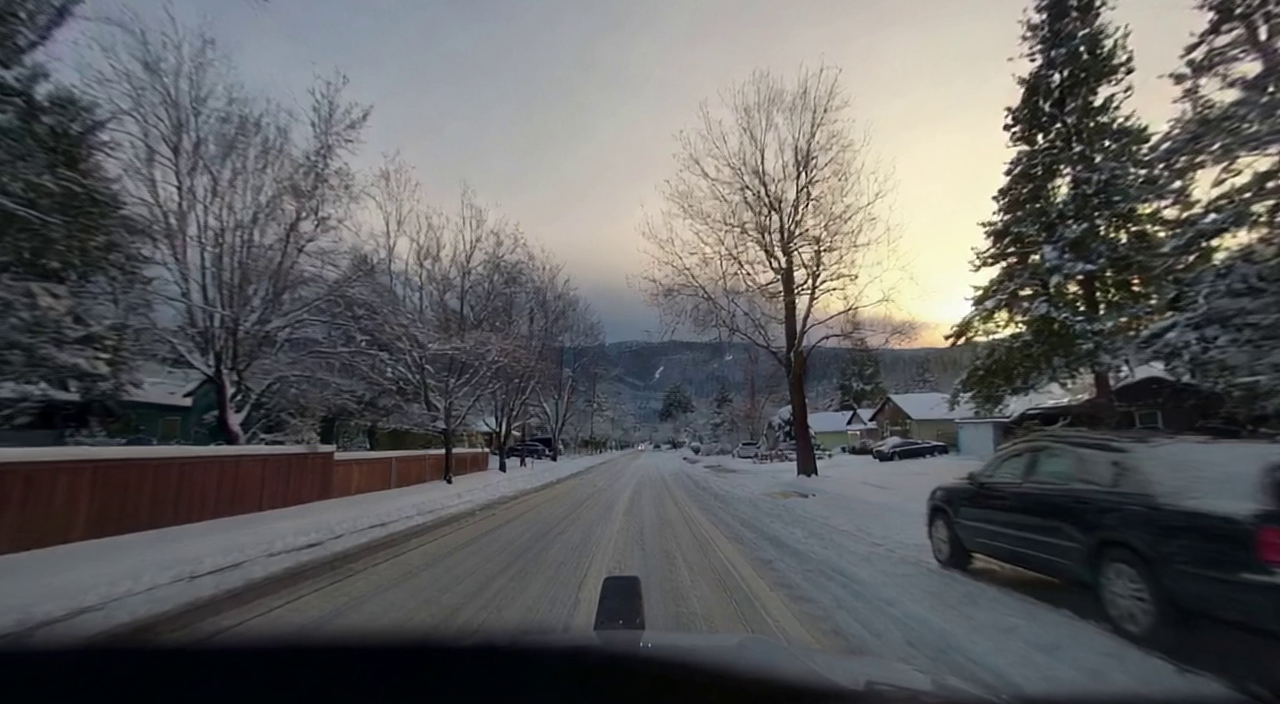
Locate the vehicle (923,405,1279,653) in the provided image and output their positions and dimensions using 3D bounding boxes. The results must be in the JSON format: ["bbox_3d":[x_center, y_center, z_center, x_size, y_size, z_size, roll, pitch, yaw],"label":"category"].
[{"bbox_3d":[4.843,1.516,6.500,1.948,1.686,4.224,0,-8,1],"label":"vehicle"}]

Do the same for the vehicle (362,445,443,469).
[{"bbox_3d":[-14.089,6.244,37.630,4.138,1.355,1.808,0,-8,0],"label":"vehicle"}]

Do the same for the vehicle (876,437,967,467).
[{"bbox_3d":[16.820,5.951,37.867,4.495,1.724,1.943,0,-8,-3],"label":"vehicle"}]
